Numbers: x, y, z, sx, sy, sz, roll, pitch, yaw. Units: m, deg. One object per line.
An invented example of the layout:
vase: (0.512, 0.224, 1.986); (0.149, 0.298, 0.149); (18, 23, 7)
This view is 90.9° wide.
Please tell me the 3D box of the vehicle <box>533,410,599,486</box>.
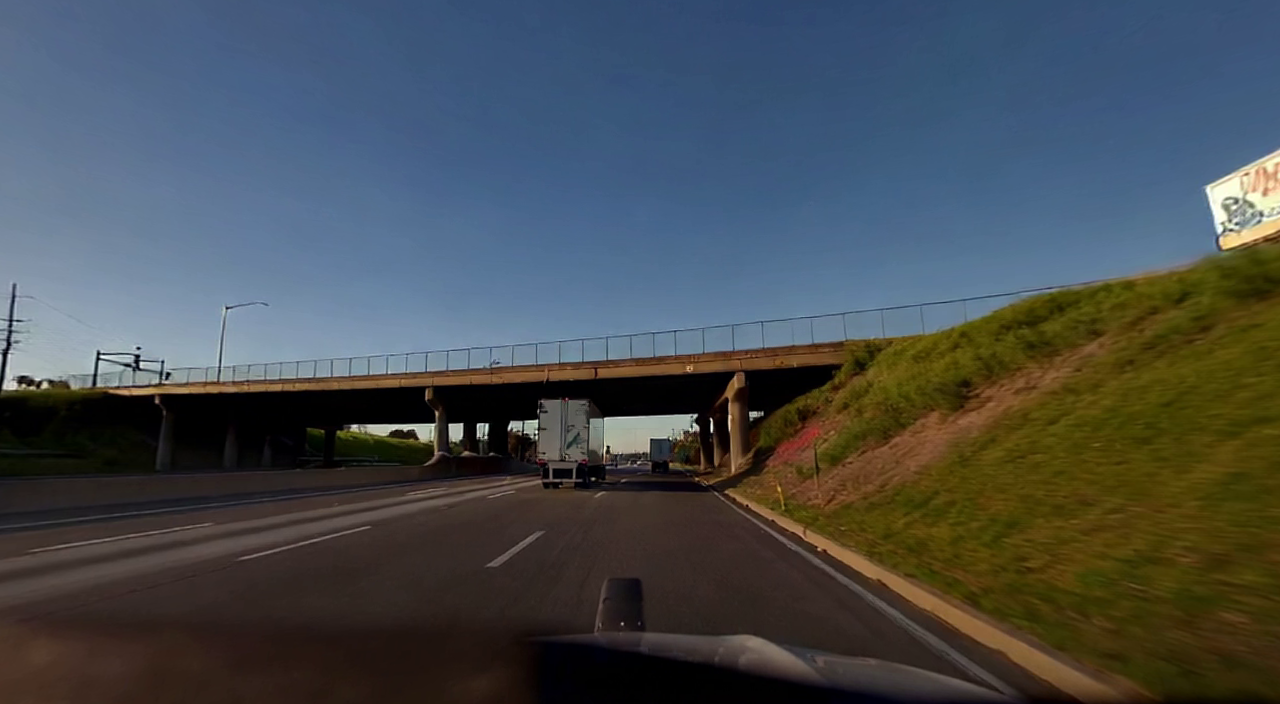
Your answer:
vehicle: (-4.242, 5.801, 38.192); (2.955, 4.022, 8.842); (0, -9, 0)
